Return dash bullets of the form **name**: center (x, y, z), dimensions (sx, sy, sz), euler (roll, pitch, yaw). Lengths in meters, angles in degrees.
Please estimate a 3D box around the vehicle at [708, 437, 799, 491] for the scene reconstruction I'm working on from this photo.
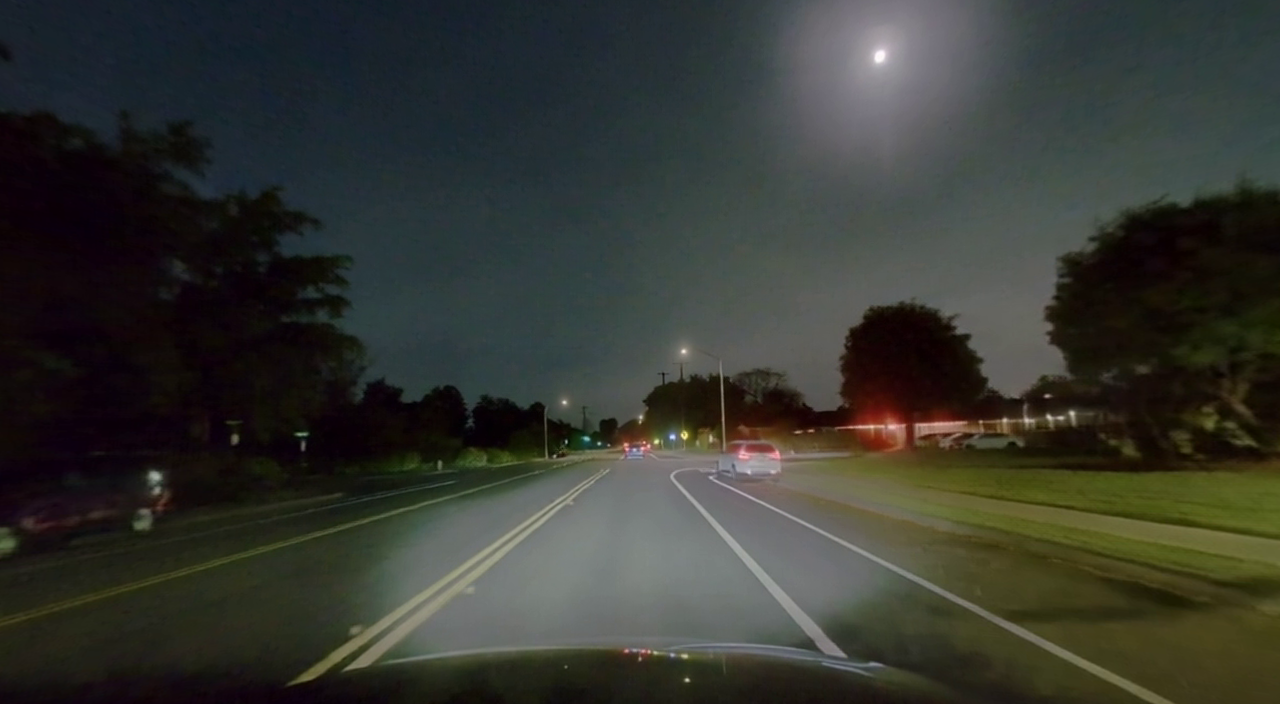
- **vehicle**: center (3.968, 3.997, 22.973), dimensions (2.124, 1.524, 4.698), euler (6, -9, -2)

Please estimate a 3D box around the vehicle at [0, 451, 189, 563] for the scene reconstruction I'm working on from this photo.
- **vehicle**: center (-11.240, 2.802, 11.449), dimensions (2.086, 1.711, 5.661), euler (-6, -8, -1)

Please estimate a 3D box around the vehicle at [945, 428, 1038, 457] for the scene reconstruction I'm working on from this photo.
- **vehicle**: center (21.293, 5.496, 38.360), dimensions (4.536, 1.654, 1.931), euler (1, -8, -7)
